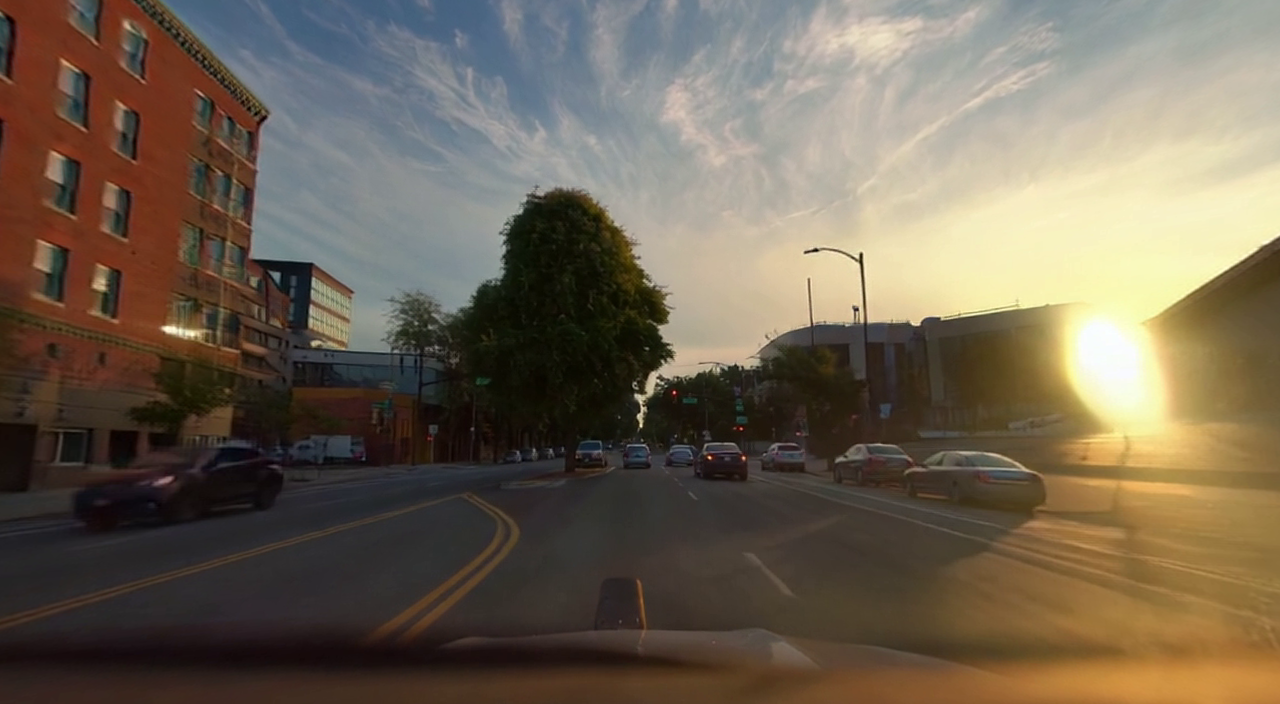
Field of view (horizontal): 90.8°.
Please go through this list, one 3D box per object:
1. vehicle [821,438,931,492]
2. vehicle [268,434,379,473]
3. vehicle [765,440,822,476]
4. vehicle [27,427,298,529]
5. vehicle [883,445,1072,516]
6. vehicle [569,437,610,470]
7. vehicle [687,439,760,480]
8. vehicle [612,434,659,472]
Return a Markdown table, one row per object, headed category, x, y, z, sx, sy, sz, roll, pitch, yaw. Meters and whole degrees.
| category | x | y | z | sx | sy | sz | roll | pitch | yaw |
| --- | --- | --- | --- | --- | --- | --- | --- | --- | --- |
| vehicle | 8.081 | 3.871 | 22.187 | 1.963 | 1.649 | 4.562 | 0 | -8 | -2 |
| vehicle | -23.531 | 7.600 | 47.250 | 6.679 | 2.794 | 2.850 | 0 | -9 | 3 |
| vehicle | 8.106 | 5.608 | 33.879 | 1.959 | 1.719 | 4.538 | 1 | -7 | 0 |
| vehicle | -9.795 | 2.594 | 13.642 | 2.212 | 1.784 | 4.626 | 0 | -8 | 0 |
| vehicle | 8.207 | 3.128 | 16.046 | 2.054 | 1.455 | 4.786 | 0 | -8 | -1 |
| vehicle | -2.960 | 6.039 | 37.843 | 2.297 | 1.812 | 4.244 | 0 | -8 | -3 |
| vehicle | 3.281 | 4.367 | 25.917 | 2.238 | 1.499 | 4.964 | 0 | -8 | -1 |
| vehicle | -0.228 | 5.339 | 33.453 | 2.329 | 1.842 | 4.537 | 0 | -8 | 0 |
